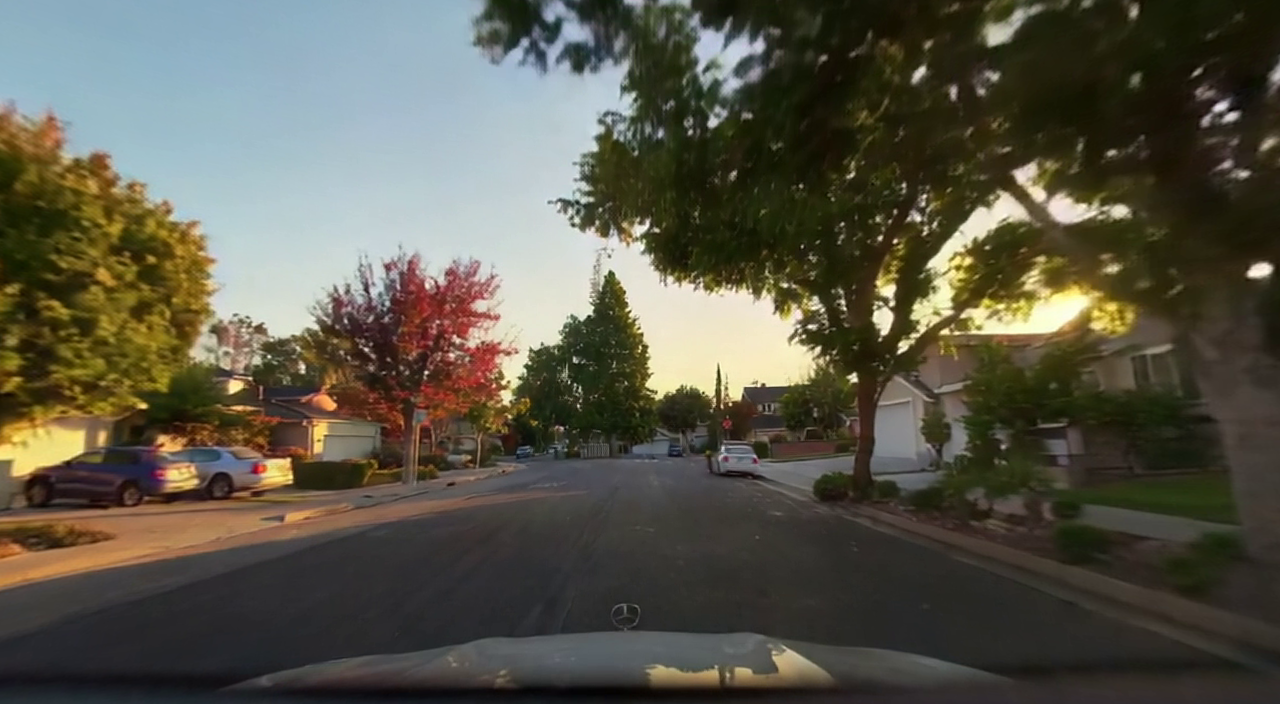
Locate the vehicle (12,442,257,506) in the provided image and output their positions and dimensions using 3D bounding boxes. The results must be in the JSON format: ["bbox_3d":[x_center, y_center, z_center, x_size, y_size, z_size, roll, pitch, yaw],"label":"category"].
[{"bbox_3d":[-12.983,3.150,16.517,4.572,1.522,1.999,1,-9,-3],"label":"vehicle"}]

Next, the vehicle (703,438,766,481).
[{"bbox_3d":[3.585,4.161,24.686,1.975,1.528,4.000,0,-9,2],"label":"vehicle"}]
